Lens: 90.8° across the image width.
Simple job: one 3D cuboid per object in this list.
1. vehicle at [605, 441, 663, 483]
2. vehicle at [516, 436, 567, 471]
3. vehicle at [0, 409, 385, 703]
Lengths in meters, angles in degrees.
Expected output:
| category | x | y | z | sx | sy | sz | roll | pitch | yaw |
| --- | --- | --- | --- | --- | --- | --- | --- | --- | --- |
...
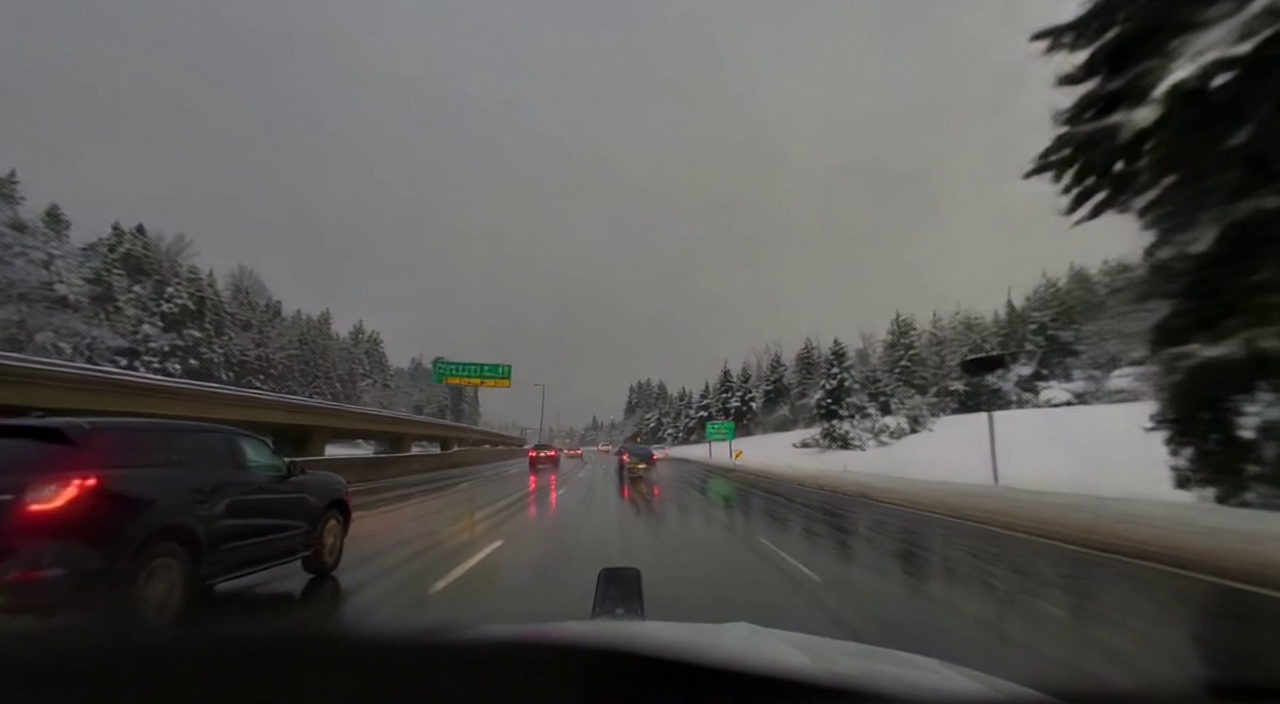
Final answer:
| category | x | y | z | sx | sy | sz | roll | pitch | yaw |
| --- | --- | --- | --- | --- | --- | --- | --- | --- | --- |
| vehicle | -0.336 | 4.205 | 24.373 | 1.947 | 1.437 | 4.345 | 0 | -9 | -4 |
| vehicle | -5.273 | 5.506 | 34.400 | 2.244 | 1.755 | 4.417 | 0 | -9 | -3 |
| vehicle | -4.020 | 1.307 | 4.862 | 2.049 | 1.482 | 4.981 | 0 | -9 | 0 |
